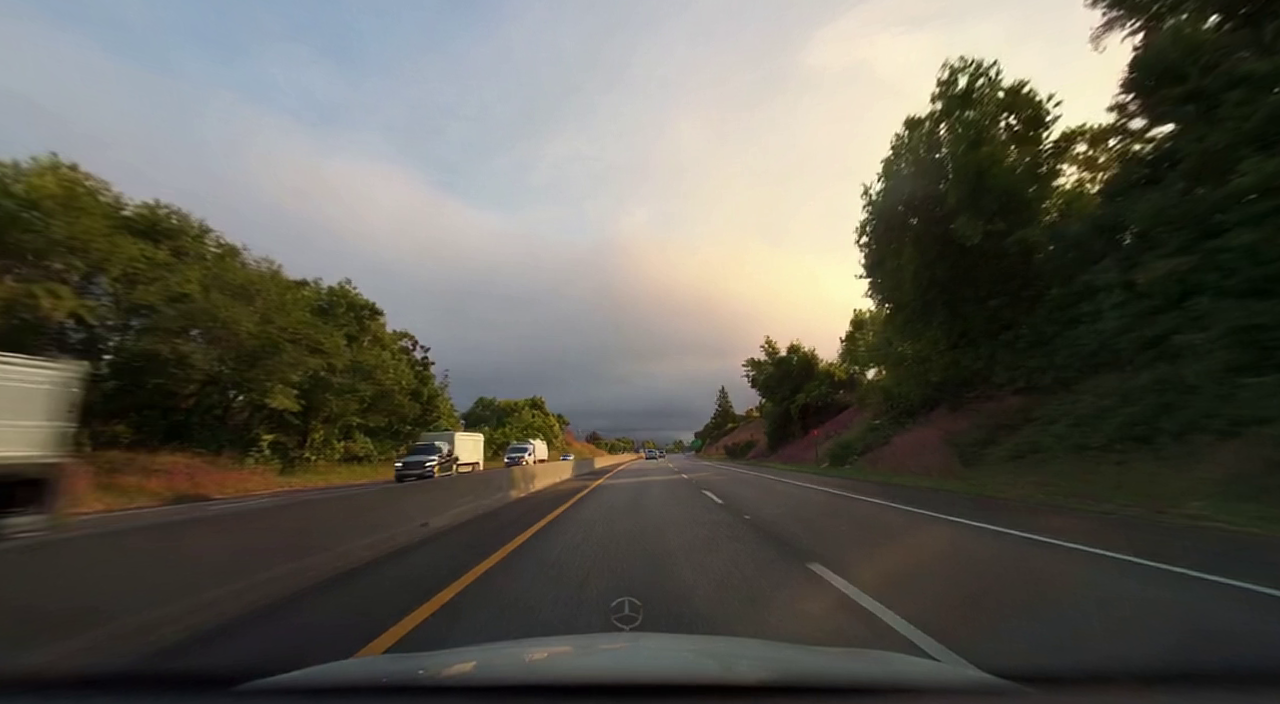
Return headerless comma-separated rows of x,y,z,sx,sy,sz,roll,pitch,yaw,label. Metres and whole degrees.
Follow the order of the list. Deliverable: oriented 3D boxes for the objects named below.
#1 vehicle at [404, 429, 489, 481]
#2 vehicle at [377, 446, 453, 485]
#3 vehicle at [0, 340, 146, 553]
-12.628,6.850,42.148,2.692,3.025,8.751,0,-9,1,vehicle
-12.691,6.406,35.979,2.498,2.023,4.871,0,-9,0,vehicle
-13.052,1.447,9.628,2.990,3.800,9.717,0,-9,0,vehicle
